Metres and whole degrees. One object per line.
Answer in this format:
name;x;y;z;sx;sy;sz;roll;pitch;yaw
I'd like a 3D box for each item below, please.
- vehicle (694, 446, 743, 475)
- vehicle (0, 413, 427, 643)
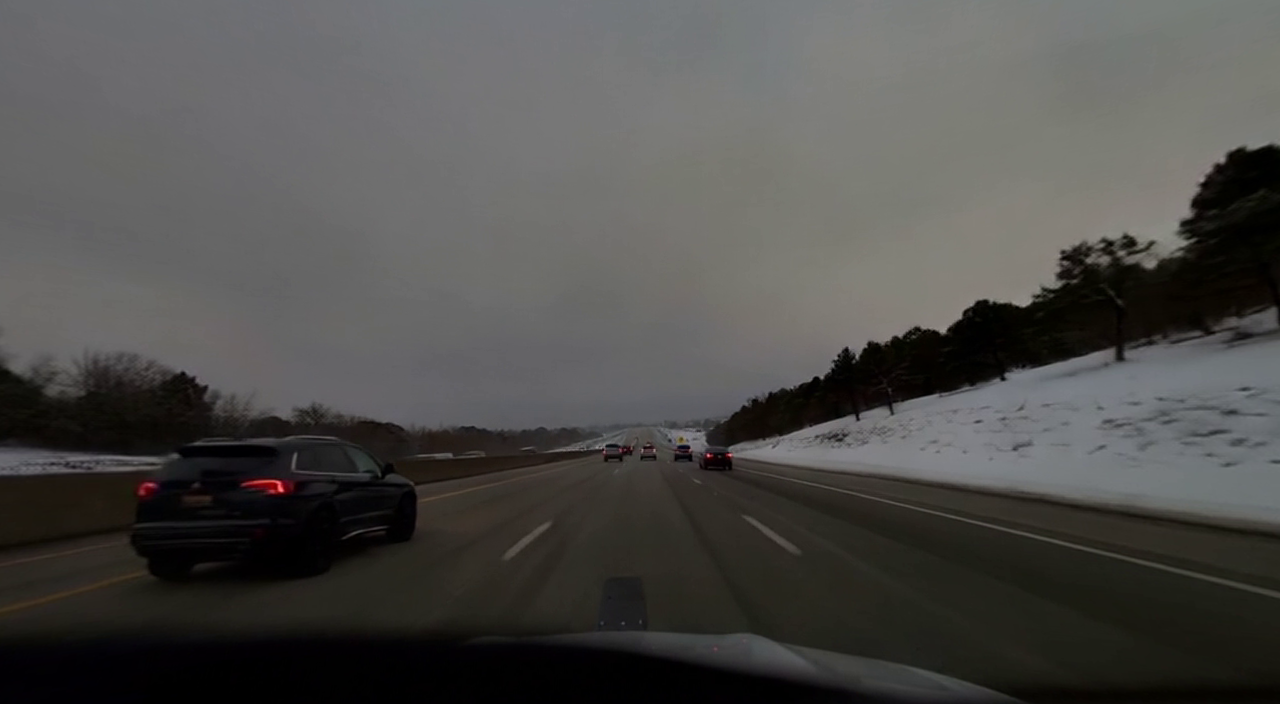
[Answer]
vehicle;3.911;5.447;31.976;1.976;1.352;3.602;0;-8;-1
vehicle;-3.791;1.459;6.266;1.910;1.521;3.930;0;-8;1
